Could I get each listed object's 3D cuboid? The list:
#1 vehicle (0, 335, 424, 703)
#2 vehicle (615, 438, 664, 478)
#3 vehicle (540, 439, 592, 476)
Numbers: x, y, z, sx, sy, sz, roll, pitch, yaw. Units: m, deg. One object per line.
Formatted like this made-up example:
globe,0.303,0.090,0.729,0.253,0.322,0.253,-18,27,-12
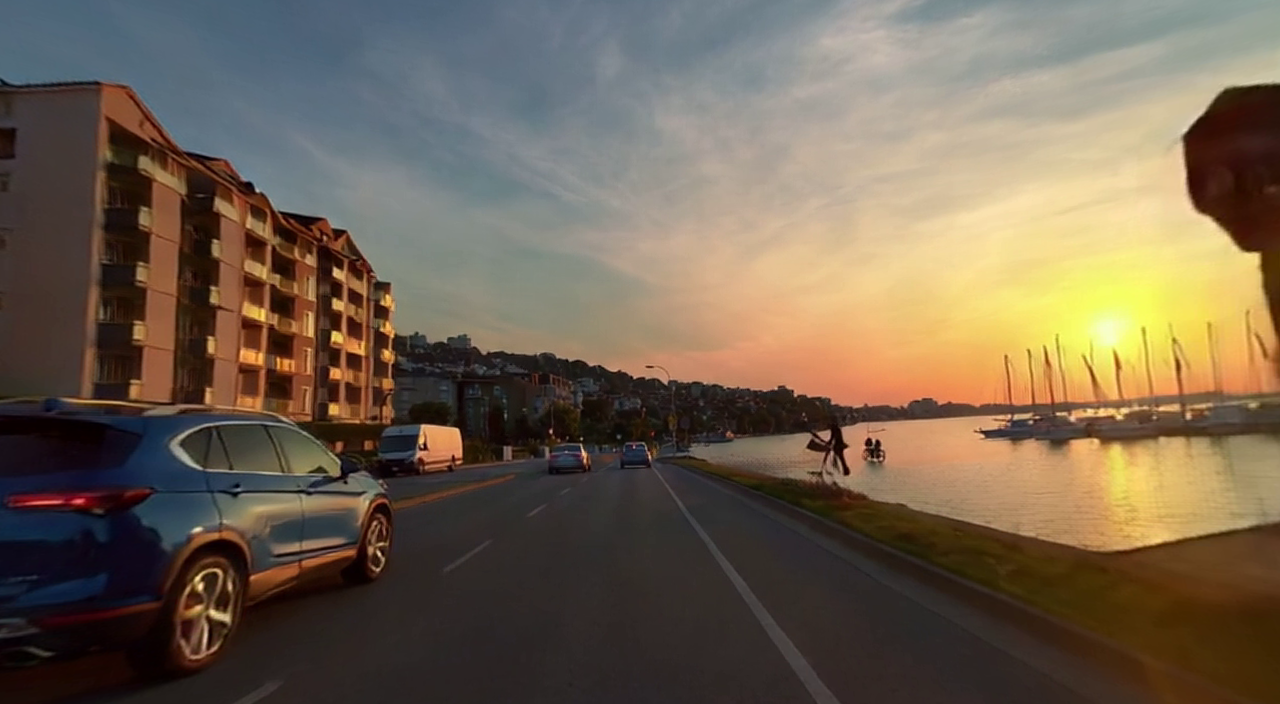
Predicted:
vehicle,-3.565,1.196,4.883,2.082,1.817,4.724,0,-9,0
vehicle,-0.026,4.711,28.106,2.057,1.624,3.726,0,-9,0
vehicle,-3.609,5.266,31.568,2.056,1.680,4.205,0,-9,1
